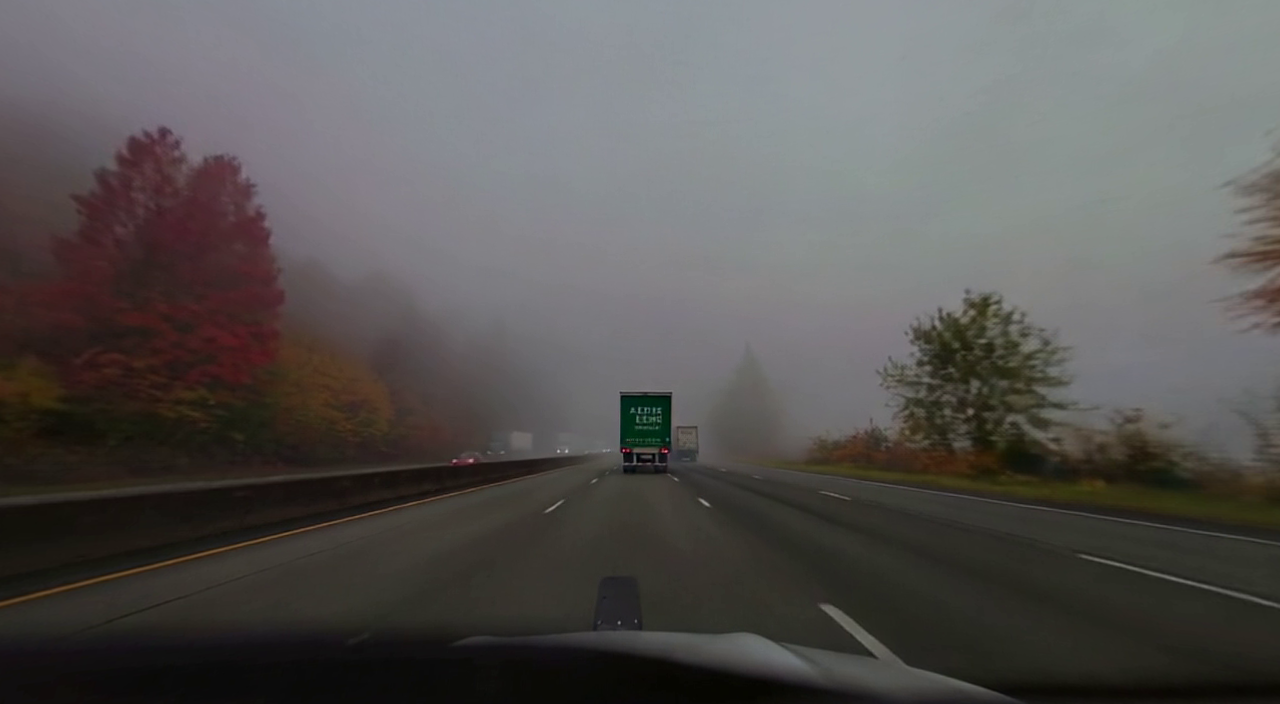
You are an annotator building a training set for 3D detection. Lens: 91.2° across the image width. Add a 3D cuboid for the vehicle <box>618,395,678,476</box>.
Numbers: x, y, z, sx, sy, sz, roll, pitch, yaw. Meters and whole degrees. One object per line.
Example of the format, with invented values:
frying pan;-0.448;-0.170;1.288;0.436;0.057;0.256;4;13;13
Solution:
vehicle;0.390;5.032;37.229;3.057;4.073;10.792;0;-9;0
